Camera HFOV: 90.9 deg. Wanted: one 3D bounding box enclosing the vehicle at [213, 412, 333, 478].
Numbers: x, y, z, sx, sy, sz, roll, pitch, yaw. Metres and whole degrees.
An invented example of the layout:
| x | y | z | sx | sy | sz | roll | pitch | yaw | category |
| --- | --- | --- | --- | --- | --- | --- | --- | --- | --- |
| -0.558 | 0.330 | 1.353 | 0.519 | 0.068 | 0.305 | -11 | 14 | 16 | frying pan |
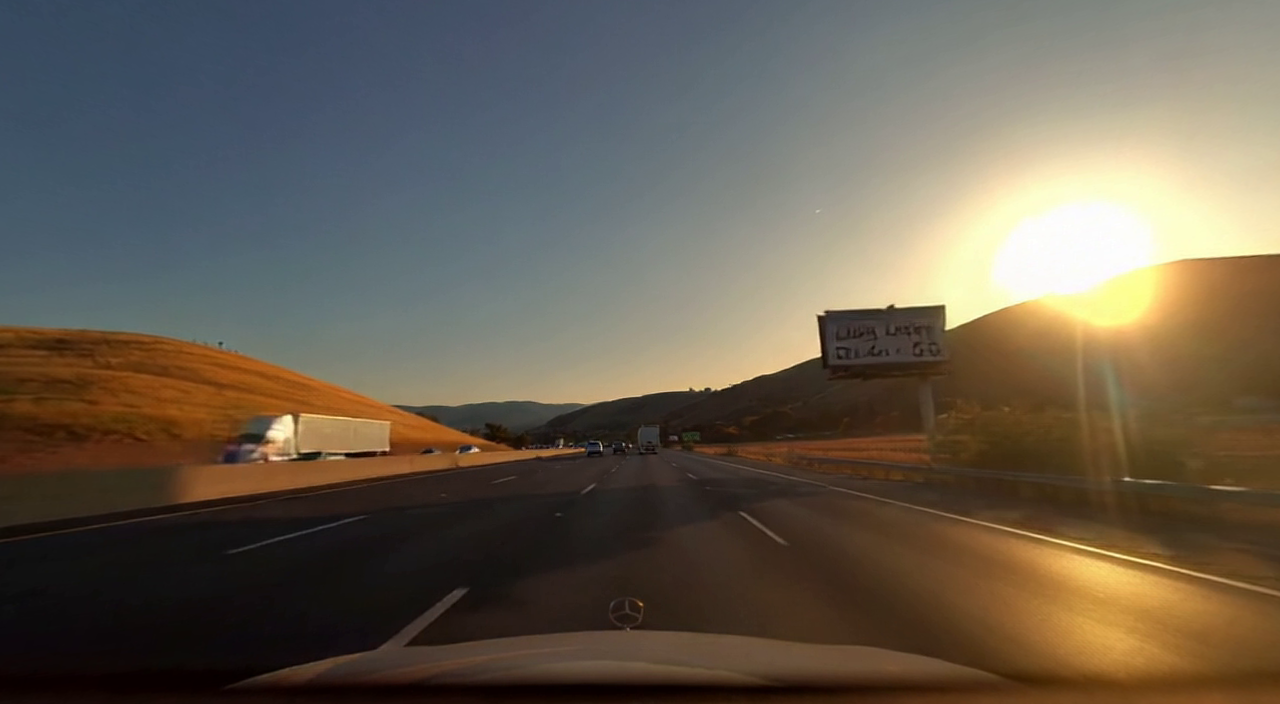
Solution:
| x | y | z | sx | sy | sz | roll | pitch | yaw | category |
| --- | --- | --- | --- | --- | --- | --- | --- | --- | --- |
| -24.584 | 6.307 | 42.965 | 3.001 | 4.041 | 8.386 | 0 | -8 | 0 | vehicle |

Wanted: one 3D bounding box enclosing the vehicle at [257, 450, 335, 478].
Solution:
| x | y | z | sx | sy | sz | roll | pitch | yaw | category |
| --- | --- | --- | --- | --- | --- | --- | --- | --- | --- |
| -20.570 | 6.688 | 37.968 | 2.045 | 1.486 | 4.765 | 0 | -8 | 0 | vehicle |
